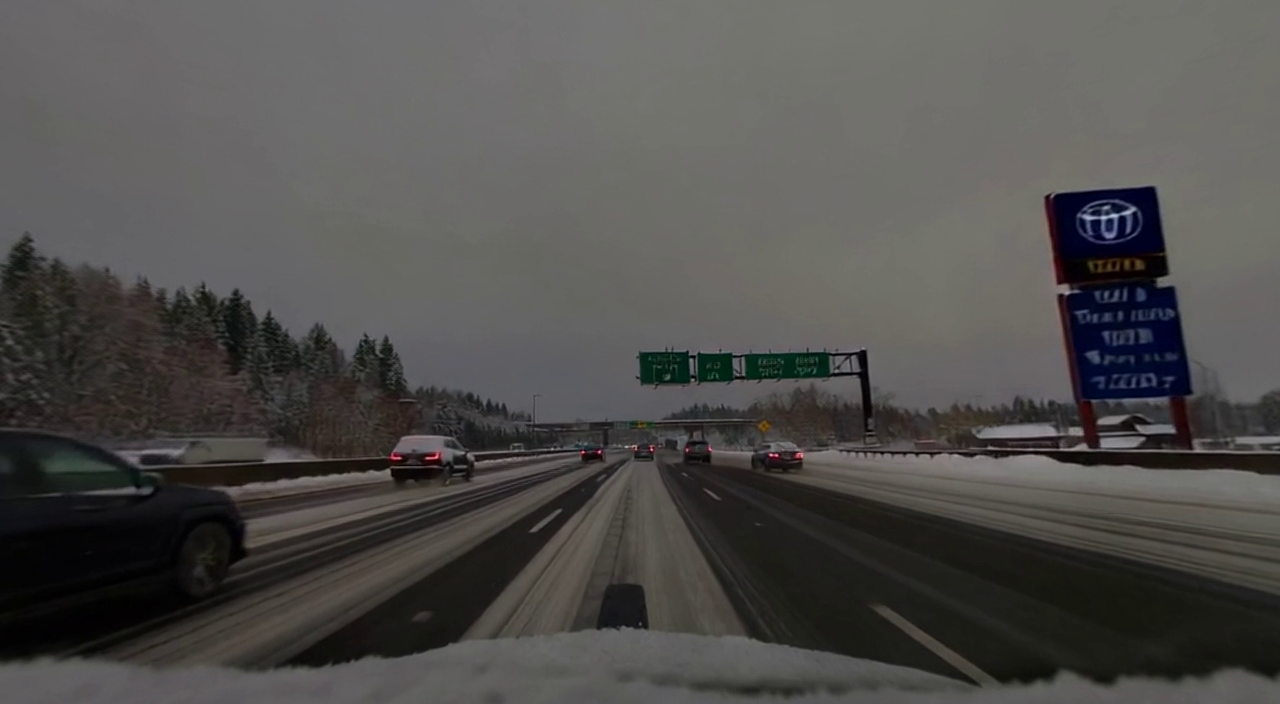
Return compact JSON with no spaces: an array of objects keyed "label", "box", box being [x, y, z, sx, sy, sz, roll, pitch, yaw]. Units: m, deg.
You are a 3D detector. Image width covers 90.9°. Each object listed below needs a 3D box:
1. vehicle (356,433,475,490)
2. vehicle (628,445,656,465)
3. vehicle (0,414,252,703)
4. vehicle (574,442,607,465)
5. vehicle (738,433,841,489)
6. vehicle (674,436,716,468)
[{"label":"vehicle","box":[-7.852,3.881,22.740,2.199,1.781,5.271,-1,-8,2]},{"label":"vehicle","box":[0.197,7.914,48.484,2.050,1.452,3.917,0,-9,1]},{"label":"vehicle","box":[-3.710,0.898,1.862,1.952,1.489,4.871,0,-9,1]},{"label":"vehicle","box":[-3.817,7.975,49.753,2.118,1.750,4.875,-1,-9,2]},{"label":"vehicle","box":[4.843,3.618,21.204,2.196,1.659,4.451,0,-9,-2]},{"label":"vehicle","box":[3.641,6.768,42.902,2.348,1.991,5.460,0,-9,0]}]
